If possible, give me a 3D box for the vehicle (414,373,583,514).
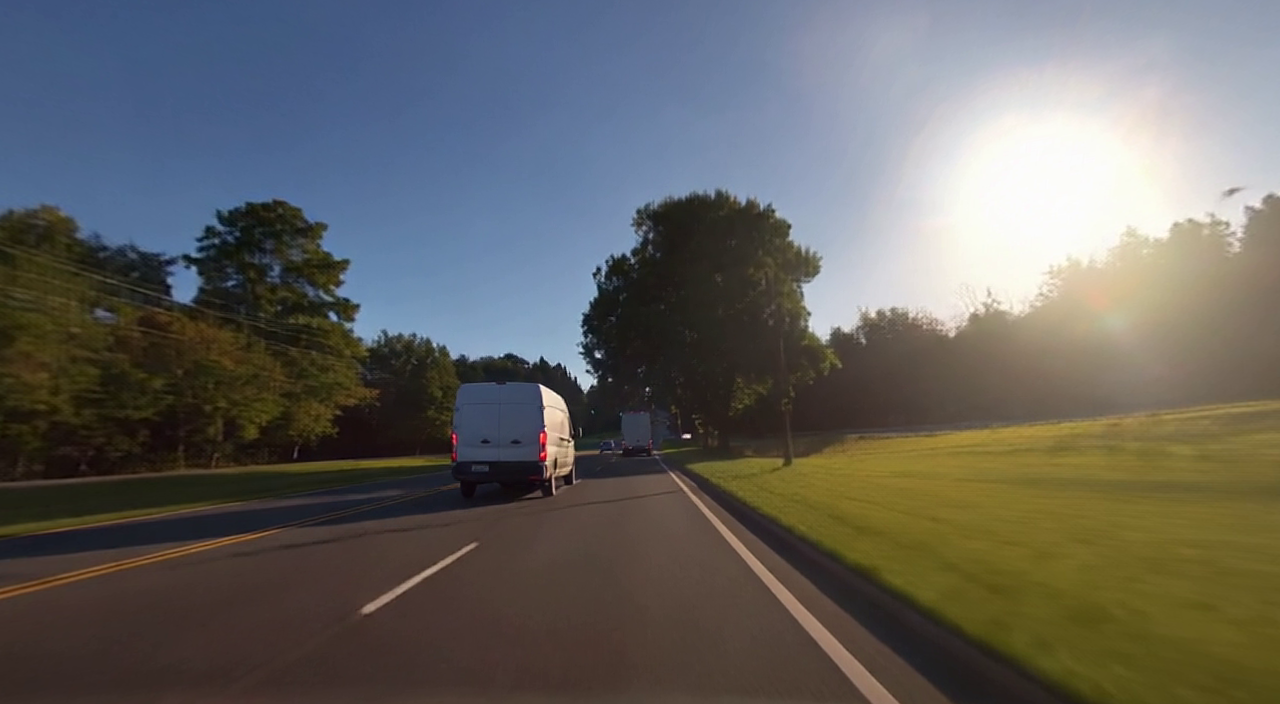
[{"bbox_3d":[-2.934,2.152,14.934,2.497,2.628,6.016,0,-8,1],"label":"vehicle"}]
